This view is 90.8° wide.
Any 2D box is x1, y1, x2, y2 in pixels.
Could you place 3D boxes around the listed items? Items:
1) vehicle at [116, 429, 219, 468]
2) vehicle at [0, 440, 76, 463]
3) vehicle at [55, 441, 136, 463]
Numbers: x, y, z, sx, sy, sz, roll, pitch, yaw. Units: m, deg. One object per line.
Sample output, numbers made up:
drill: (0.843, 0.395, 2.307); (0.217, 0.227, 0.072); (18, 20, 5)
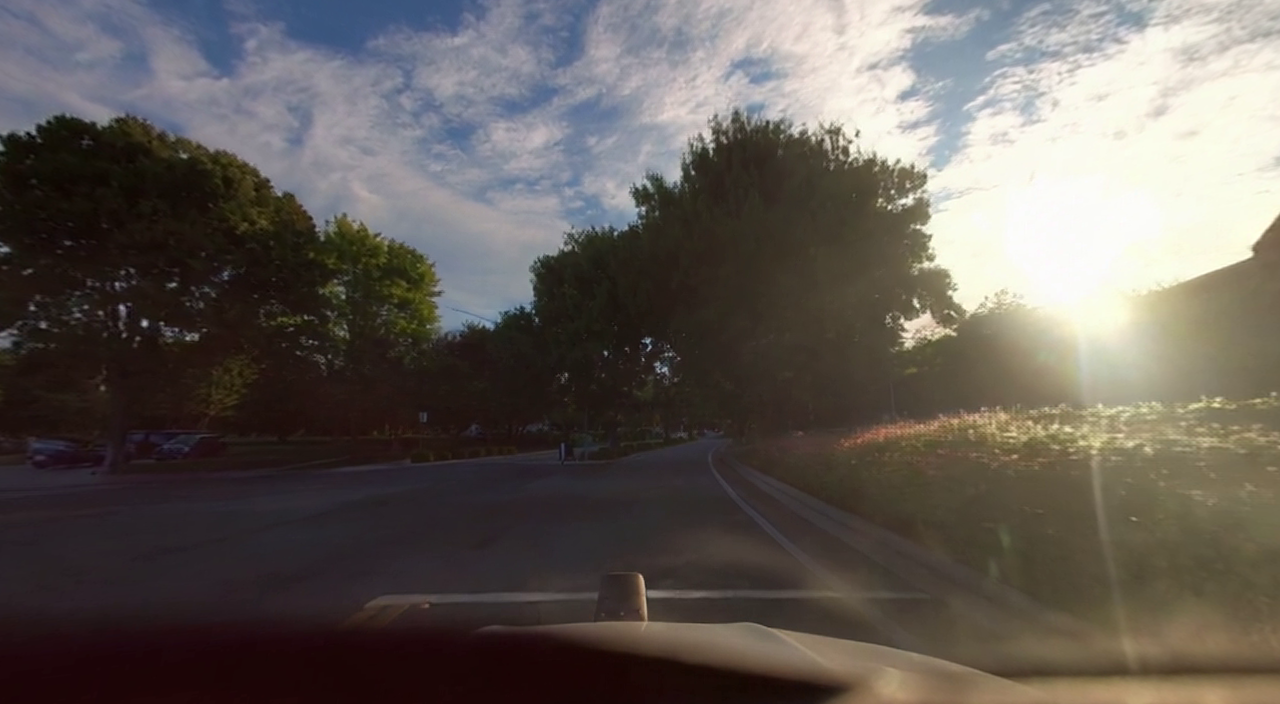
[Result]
vehicle: (-28.020, 5.698, 37.514); (4.733, 1.892, 1.939); (-4, -4, 3)
vehicle: (-44.408, 7.283, 46.295); (4.229, 1.674, 1.996); (-1, -8, 4)
vehicle: (-39.363, 7.219, 45.717); (4.258, 1.584, 1.843); (-1, -8, 5)
